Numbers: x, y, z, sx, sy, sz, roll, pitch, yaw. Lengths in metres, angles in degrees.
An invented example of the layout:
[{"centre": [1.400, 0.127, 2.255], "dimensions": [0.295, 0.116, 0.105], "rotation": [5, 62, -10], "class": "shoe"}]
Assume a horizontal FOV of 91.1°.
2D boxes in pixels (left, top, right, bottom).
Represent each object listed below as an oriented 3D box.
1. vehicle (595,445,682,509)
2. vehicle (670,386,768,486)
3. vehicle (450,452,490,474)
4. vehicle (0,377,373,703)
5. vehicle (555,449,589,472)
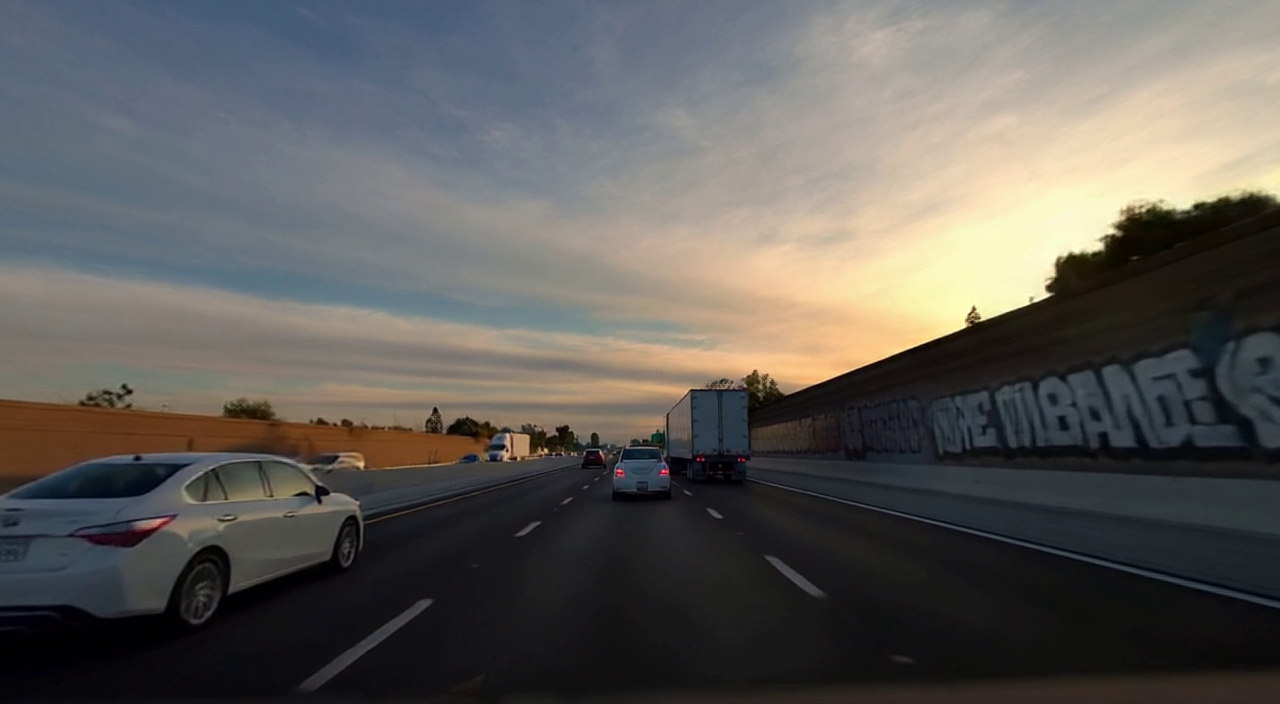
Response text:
[{"centre": [-0.074, 3.229, 16.727], "dimensions": [2.033, 1.468, 4.015], "rotation": [0, -9, -1], "class": "vehicle"}, {"centre": [3.543, 4.477, 32.835], "dimensions": [2.902, 4.014, 14.446], "rotation": [0, -9, -1], "class": "vehicle"}, {"centre": [-12.350, 8.077, 45.904], "dimensions": [1.840, 1.447, 3.868], "rotation": [0, -9, 0], "class": "vehicle"}, {"centre": [-4.401, 1.361, 5.625], "dimensions": [1.988, 1.750, 4.711], "rotation": [0, -9, -1], "class": "vehicle"}, {"centre": [-4.876, 7.837, 45.593], "dimensions": [2.067, 1.481, 4.085], "rotation": [0, -9, 0], "class": "vehicle"}]
